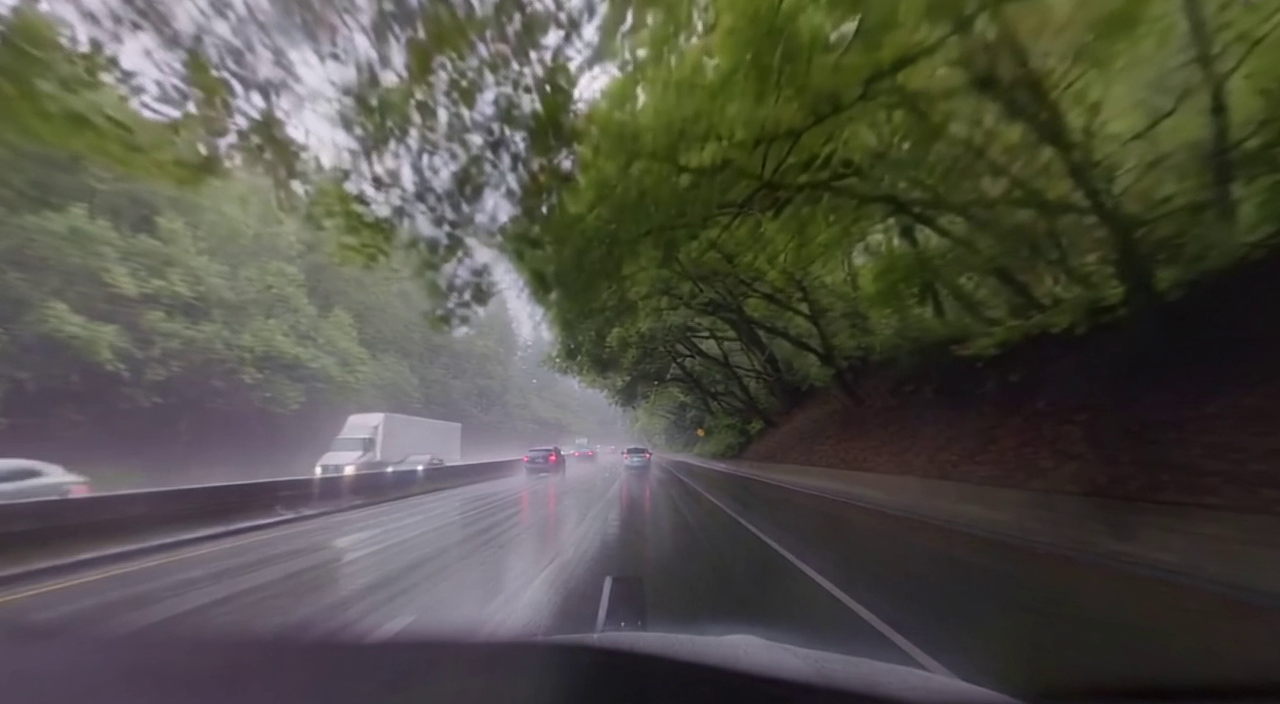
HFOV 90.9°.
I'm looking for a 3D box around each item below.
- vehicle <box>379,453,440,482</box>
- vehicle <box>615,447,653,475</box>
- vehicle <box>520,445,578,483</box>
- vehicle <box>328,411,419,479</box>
[{"bbox_3d":[-12.590,6.326,34.735,1.804,1.437,4.081,0,-9,0],"label":"vehicle"},{"bbox_3d":[-0.313,6.173,35.752,2.001,1.490,3.914,0,-9,0],"label":"vehicle"},{"bbox_3d":[-3.966,4.951,28.079,1.978,1.538,3.755,0,-9,1],"label":"vehicle"},{"bbox_3d":[-16.416,5.805,39.339,2.991,3.892,5.867,0,-9,0],"label":"vehicle"}]
